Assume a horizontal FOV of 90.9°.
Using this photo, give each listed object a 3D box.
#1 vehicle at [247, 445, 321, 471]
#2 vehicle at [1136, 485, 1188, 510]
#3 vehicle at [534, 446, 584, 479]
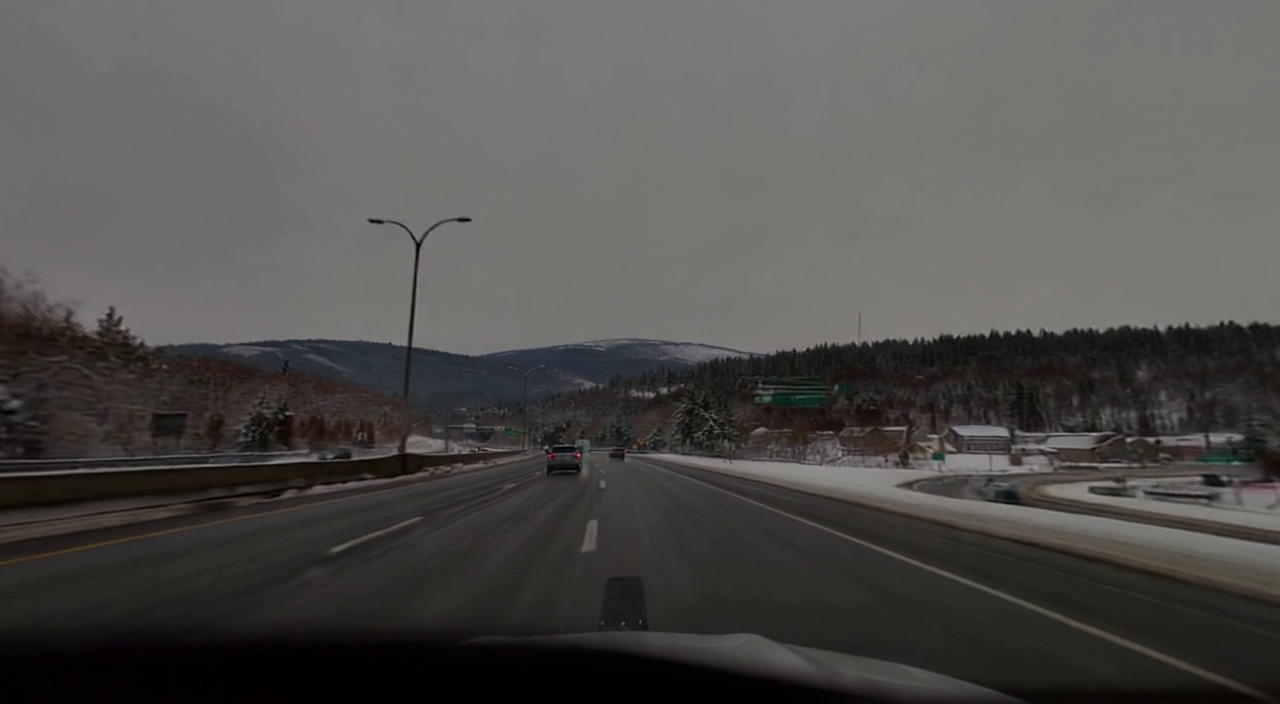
[{"bbox_3d":[-21.304,6.351,37.970,2.076,1.457,4.466,0,-9,-4],"label":"vehicle"},{"bbox_3d":[37.999,10.580,45.986,1.856,1.462,3.789,-4,-10,23],"label":"vehicle"},{"bbox_3d":[-3.974,5.470,31.534,2.193,1.497,4.337,0,-9,-4],"label":"vehicle"}]
